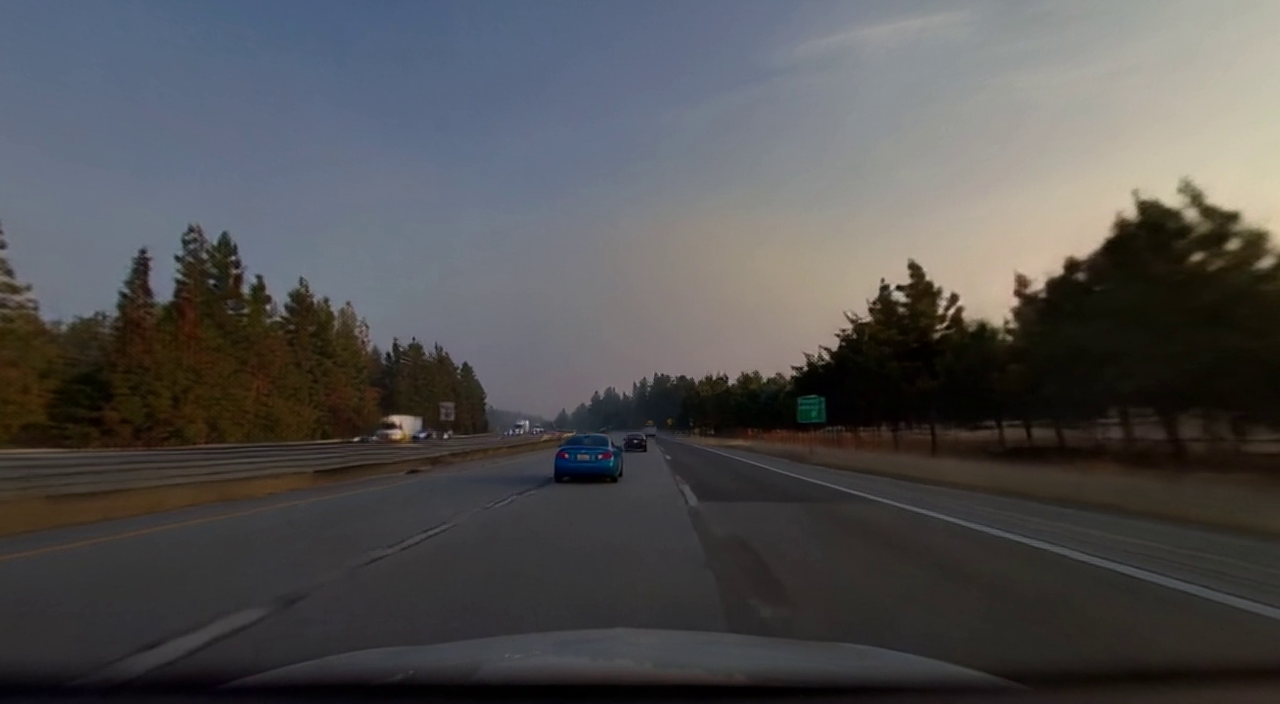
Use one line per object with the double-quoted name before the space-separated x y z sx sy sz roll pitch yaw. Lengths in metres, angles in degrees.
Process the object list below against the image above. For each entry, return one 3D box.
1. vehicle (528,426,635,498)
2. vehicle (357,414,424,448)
"vehicle" -1.197 2.507 14.870 1.977 1.443 4.225 0 -8 2
"vehicle" -18.426 5.906 46.943 2.267 2.355 6.194 0 -8 2
